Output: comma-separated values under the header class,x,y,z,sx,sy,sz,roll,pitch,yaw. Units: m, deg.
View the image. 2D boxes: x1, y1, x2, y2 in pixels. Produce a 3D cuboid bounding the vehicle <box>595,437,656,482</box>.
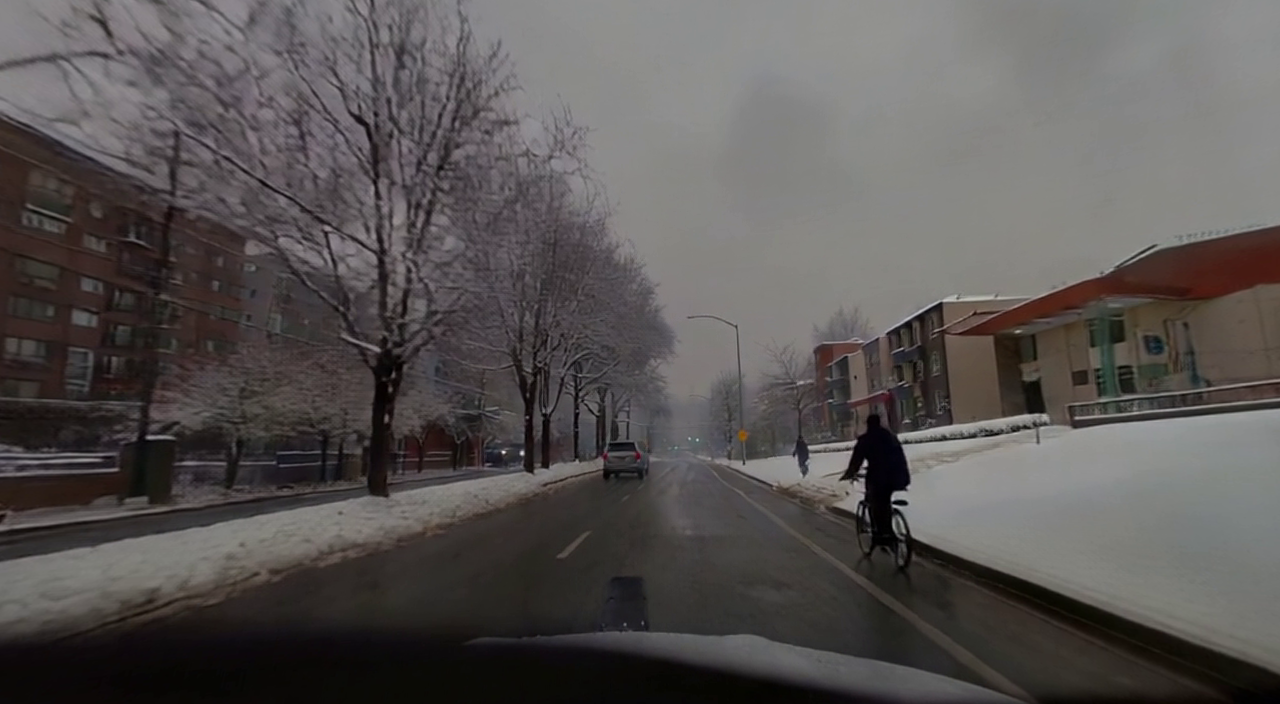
class,x,y,z,sx,sy,sz,roll,pitch,yaw
vehicle,-0.552,4.891,28.874,2.294,1.859,5.127,-1,-9,5
